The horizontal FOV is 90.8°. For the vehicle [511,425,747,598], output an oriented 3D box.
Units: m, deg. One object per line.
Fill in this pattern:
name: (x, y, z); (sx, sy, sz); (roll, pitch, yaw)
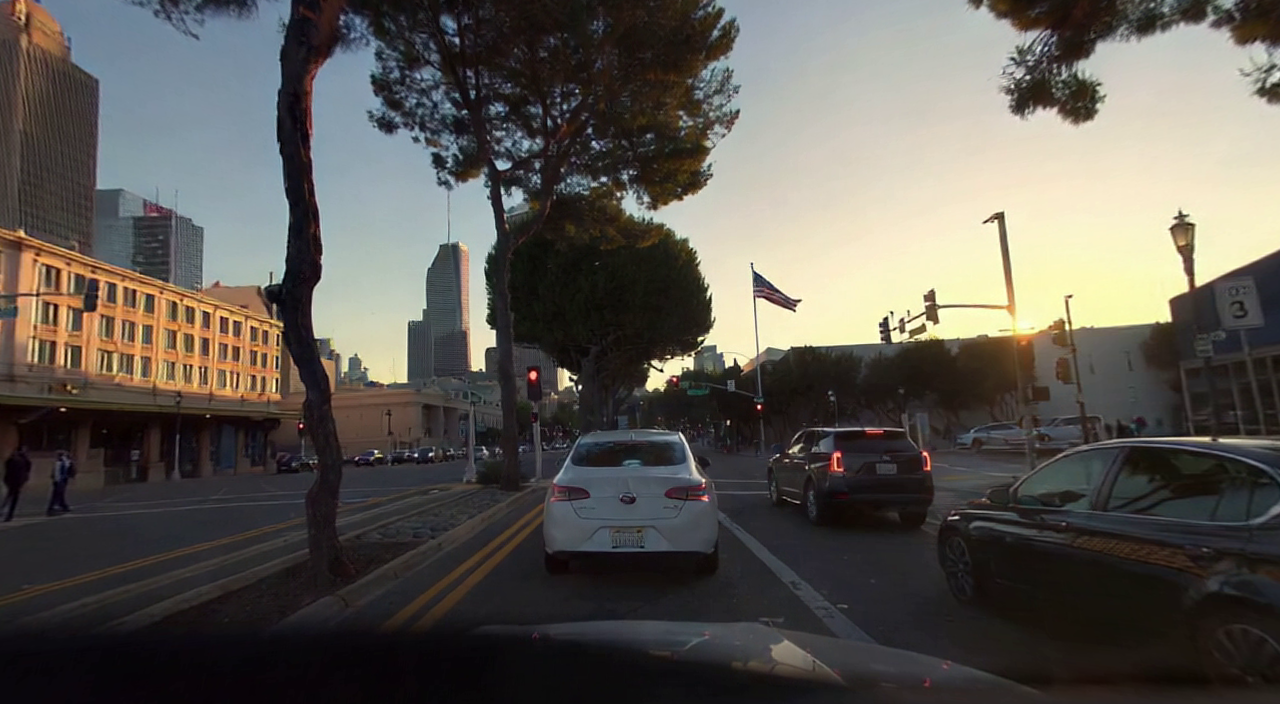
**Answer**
vehicle: (-0.106, 1.706, 7.571); (2.096, 1.521, 3.747); (0, -8, 0)

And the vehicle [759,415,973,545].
vehicle: (3.501, 2.081, 10.929); (1.978, 1.738, 4.599); (0, -8, 0)

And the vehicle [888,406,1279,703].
vehicle: (3.382, 1.180, 4.006); (1.833, 1.465, 4.258); (0, -8, -1)
